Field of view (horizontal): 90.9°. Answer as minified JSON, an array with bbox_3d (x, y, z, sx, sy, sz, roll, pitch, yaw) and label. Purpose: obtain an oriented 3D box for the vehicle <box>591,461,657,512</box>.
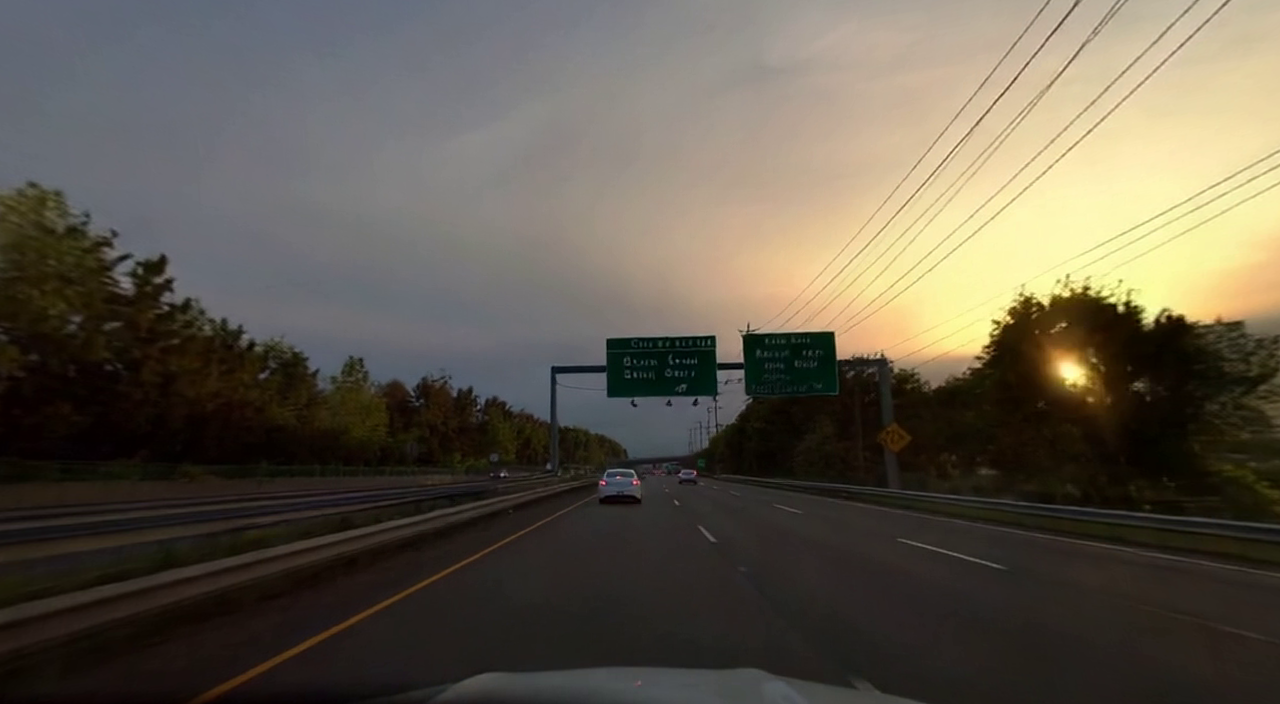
[{"bbox_3d":[-0.478,4.431,21.019,1.987,1.480,3.786,1,-10,0],"label":"vehicle"}]
